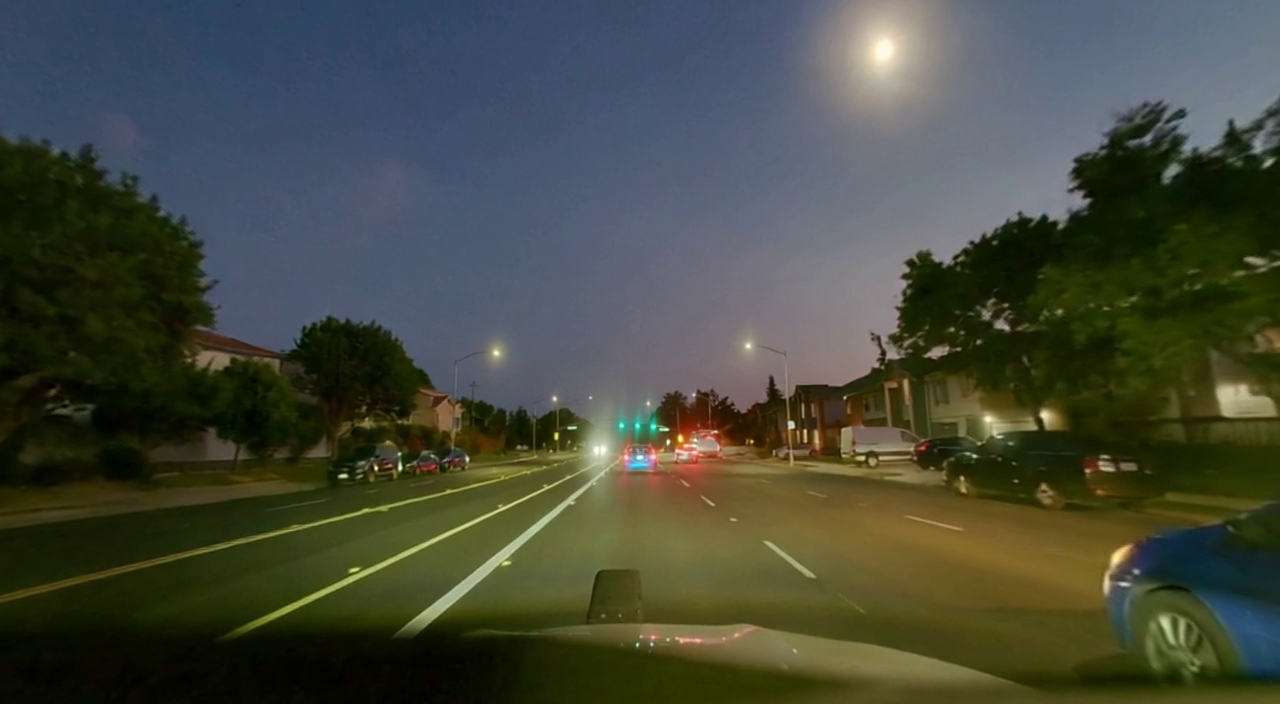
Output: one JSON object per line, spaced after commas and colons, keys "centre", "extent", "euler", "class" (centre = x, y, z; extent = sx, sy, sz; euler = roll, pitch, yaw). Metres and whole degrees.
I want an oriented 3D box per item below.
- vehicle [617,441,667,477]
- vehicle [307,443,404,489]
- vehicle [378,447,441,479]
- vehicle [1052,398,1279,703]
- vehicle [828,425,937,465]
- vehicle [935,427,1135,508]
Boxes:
{"centre": [0.055, 4.808, 28.668], "extent": [2.093, 1.497, 4.010], "euler": [0, -9, -1], "class": "vehicle"}
{"centre": [-14.526, 5.819, 32.762], "extent": [2.351, 2.008, 5.971], "euler": [-3, -9, -1], "class": "vehicle"}
{"centre": [-14.464, 6.955, 39.954], "extent": [2.140, 1.899, 4.900], "euler": [0, -9, 0], "class": "vehicle"}
{"centre": [3.542, 0.809, 1.645], "extent": [1.992, 1.505, 4.333], "euler": [0, -9, 0], "class": "vehicle"}
{"centre": [14.717, 5.673, 38.585], "extent": [5.696, 2.299, 2.292], "euler": [0, -9, -2], "class": "vehicle"}
{"centre": [9.720, 2.874, 16.136], "extent": [2.139, 1.772, 4.468], "euler": [0, -9, -1], "class": "vehicle"}
